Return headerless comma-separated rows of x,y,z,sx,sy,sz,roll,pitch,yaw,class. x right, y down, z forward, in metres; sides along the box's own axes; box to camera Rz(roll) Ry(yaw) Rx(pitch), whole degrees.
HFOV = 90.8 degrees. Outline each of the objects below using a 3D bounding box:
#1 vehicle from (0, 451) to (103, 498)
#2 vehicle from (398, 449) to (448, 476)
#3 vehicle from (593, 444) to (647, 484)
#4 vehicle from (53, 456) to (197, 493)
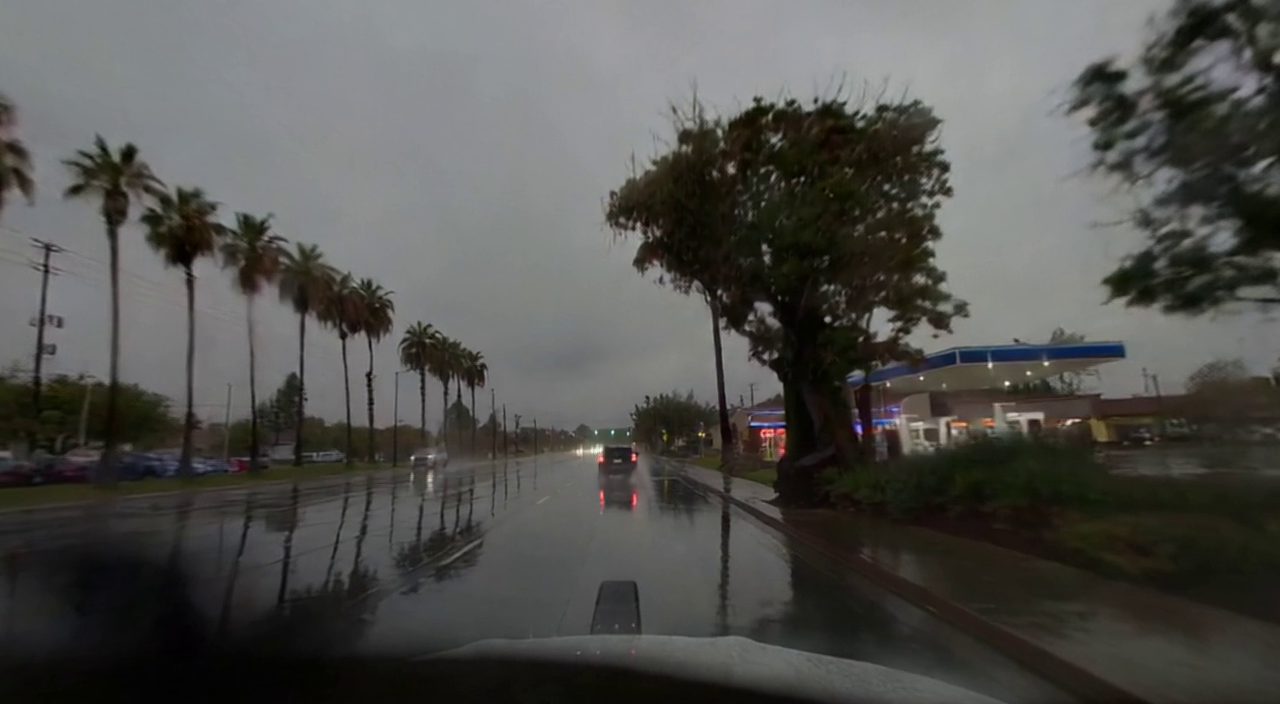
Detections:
-23.321,4.645,23.742,4.636,1.532,1.891,-3,-7,1,vehicle
-15.114,7.714,44.342,2.026,1.722,4.463,0,-8,-2,vehicle
-0.797,4.624,26.450,2.076,1.486,4.119,0,-8,-1,vehicle
-23.498,5.586,28.974,4.601,1.610,2.178,0,-9,-2,vehicle
